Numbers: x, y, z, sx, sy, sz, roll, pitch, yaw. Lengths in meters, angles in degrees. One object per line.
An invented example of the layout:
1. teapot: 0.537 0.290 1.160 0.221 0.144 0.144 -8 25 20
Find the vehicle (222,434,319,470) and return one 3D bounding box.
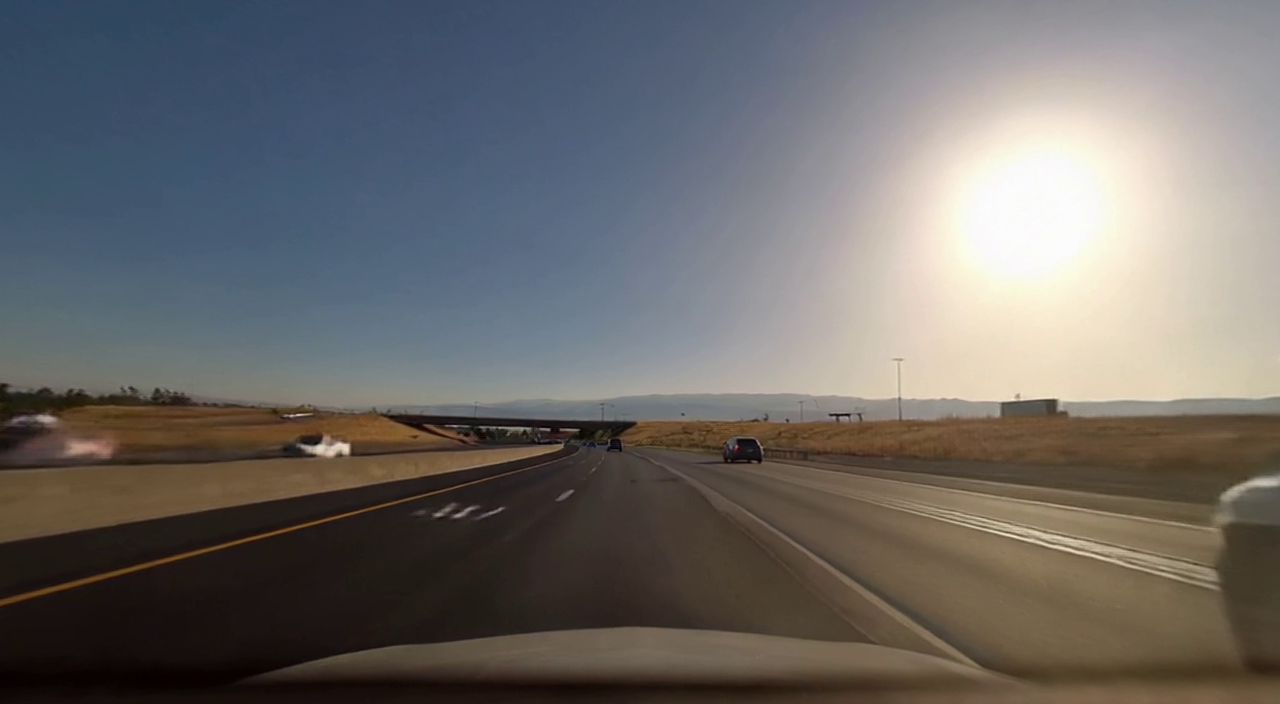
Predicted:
1. vehicle: -18.192 4.961 31.426 1.924 1.597 4.899 1 -9 -1

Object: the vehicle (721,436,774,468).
1. vehicle: 6.146 5.828 36.757 2.104 1.723 4.538 1 -9 -2
